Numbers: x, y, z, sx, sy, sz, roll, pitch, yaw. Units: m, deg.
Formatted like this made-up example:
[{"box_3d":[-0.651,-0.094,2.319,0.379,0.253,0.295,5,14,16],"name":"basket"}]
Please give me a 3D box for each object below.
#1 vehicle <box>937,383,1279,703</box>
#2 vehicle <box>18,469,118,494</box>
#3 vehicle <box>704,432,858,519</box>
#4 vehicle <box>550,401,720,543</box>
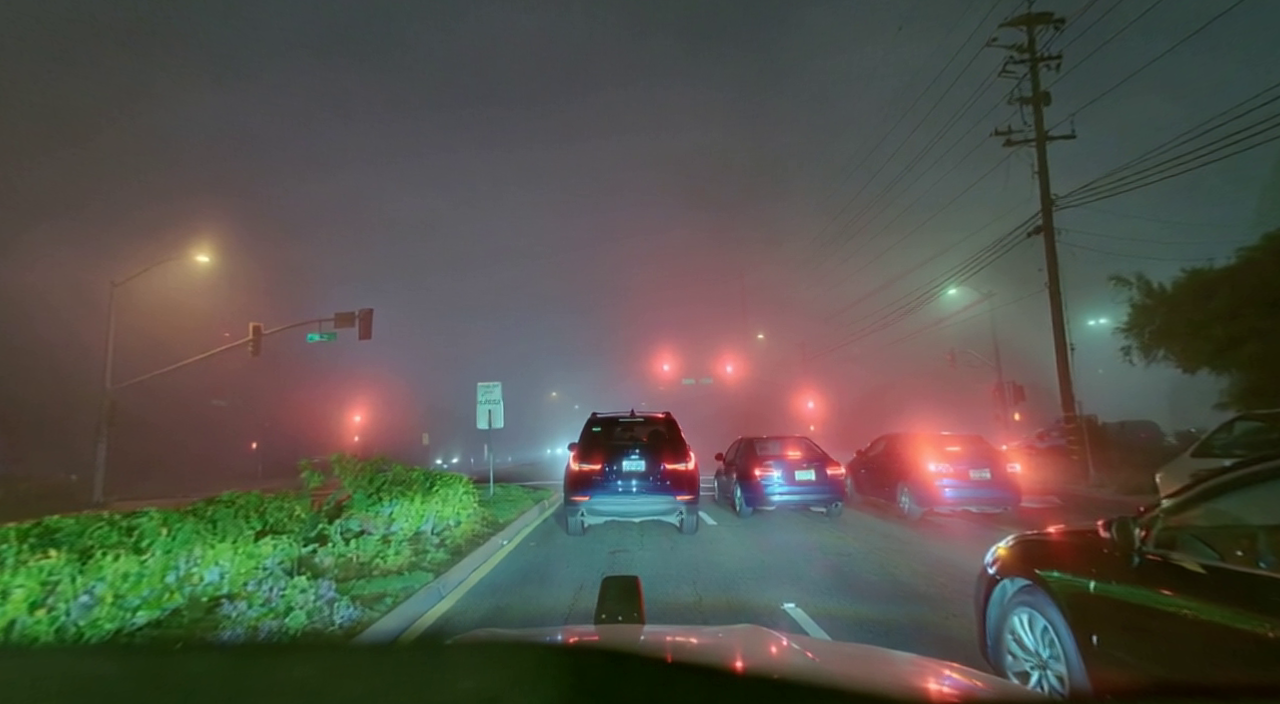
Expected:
[{"box_3d":[2.730,0.776,1.419,2.004,1.460,4.297,0,-9,0],"name":"vehicle"},{"box_3d":[-38.323,8.679,42.411,4.569,1.505,1.992,1,-9,-5],"name":"vehicle"},{"box_3d":[2.657,2.454,13.088,2.025,1.477,4.333,0,-9,-2],"name":"vehicle"},{"box_3d":[-0.121,1.950,10.843,2.236,1.856,4.816,0,-9,-1],"name":"vehicle"}]
